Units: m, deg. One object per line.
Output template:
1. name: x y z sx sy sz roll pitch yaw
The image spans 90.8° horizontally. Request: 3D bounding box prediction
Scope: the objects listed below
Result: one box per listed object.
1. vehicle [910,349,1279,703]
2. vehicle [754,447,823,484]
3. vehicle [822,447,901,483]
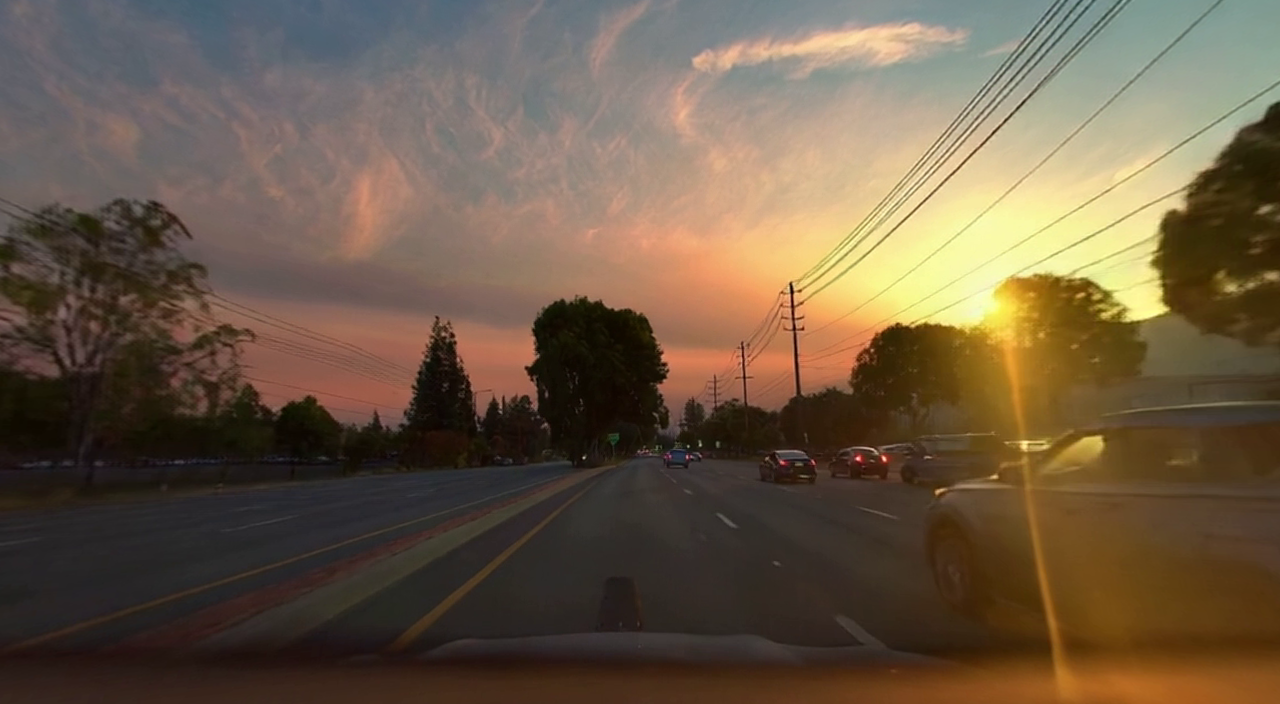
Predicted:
1. vehicle: 3.259 0.958 3.046 2.078 1.668 4.078 0 -8 0
2. vehicle: 6.358 4.884 27.530 1.882 1.476 4.344 0 -8 -1
3. vehicle: 9.935 5.055 28.733 1.874 1.482 4.545 0 -8 -1
